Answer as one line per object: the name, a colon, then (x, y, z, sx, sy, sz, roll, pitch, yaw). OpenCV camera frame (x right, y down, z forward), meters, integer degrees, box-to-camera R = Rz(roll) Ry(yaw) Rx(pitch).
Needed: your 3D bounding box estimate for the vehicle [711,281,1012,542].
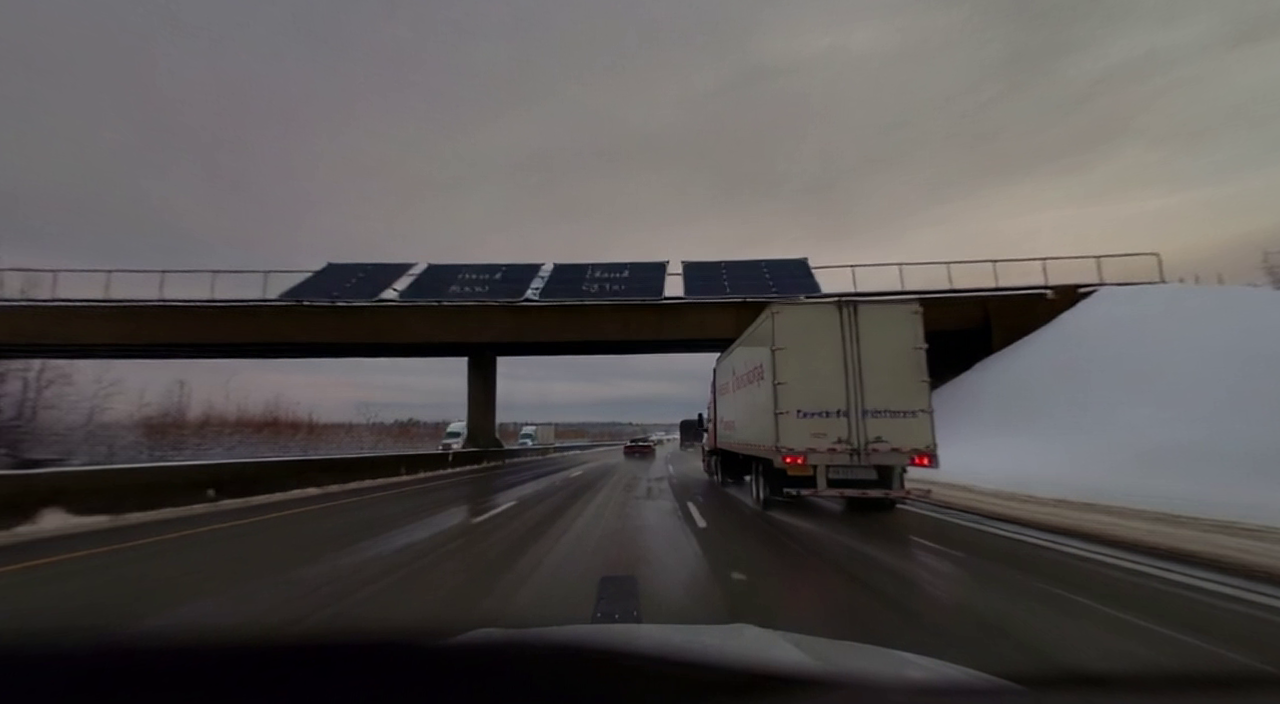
vehicle: (3.592, 1.486, 13.770, 2.967, 3.633, 10.015, 0, -8, 0)

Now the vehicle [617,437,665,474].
vehicle: (0.090, 4.800, 29.507, 2.066, 1.581, 4.268, 0, -8, 1)
